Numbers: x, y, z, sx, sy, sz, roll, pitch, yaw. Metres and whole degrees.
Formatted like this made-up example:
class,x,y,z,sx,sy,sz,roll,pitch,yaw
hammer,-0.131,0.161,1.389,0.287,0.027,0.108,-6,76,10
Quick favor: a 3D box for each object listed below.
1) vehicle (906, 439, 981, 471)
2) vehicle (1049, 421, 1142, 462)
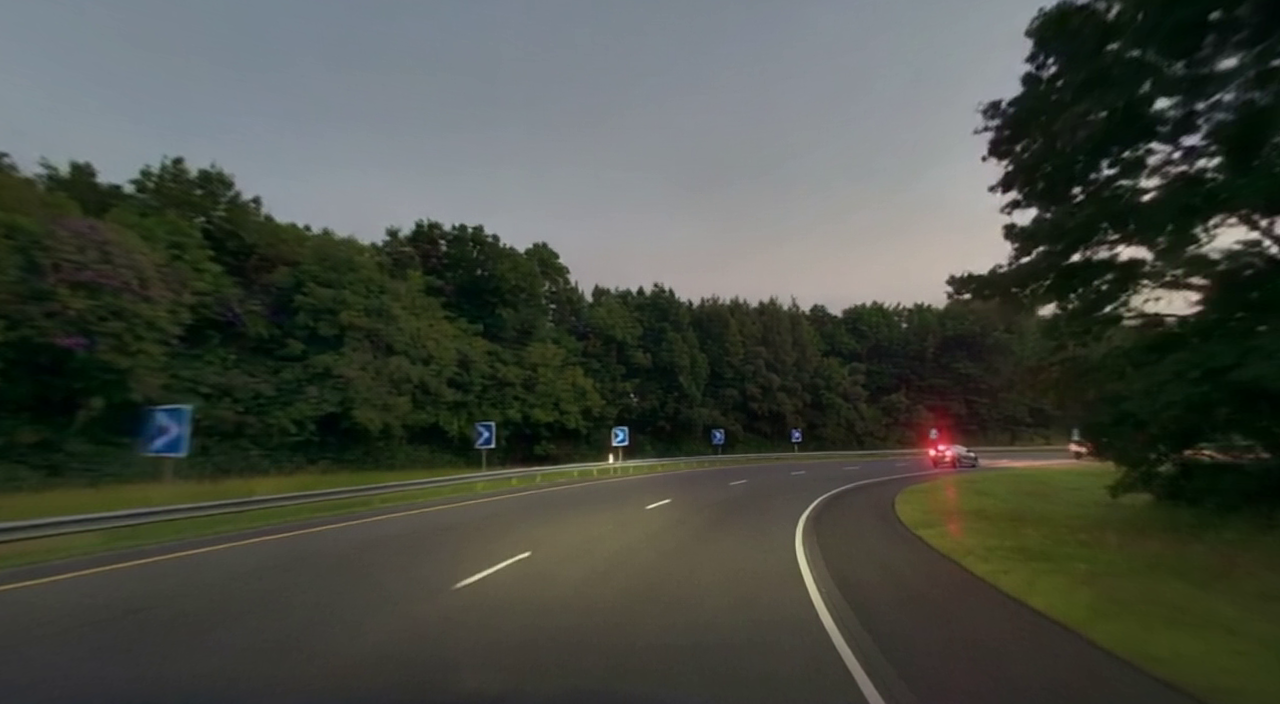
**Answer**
class,x,y,z,sx,sy,sz,roll,pitch,yaw
vehicle,17.101,5.774,35.386,4.325,1.674,2.221,8,-12,-42
vehicle,33.499,6.628,46.352,5.981,2.823,2.498,3,-10,-22
